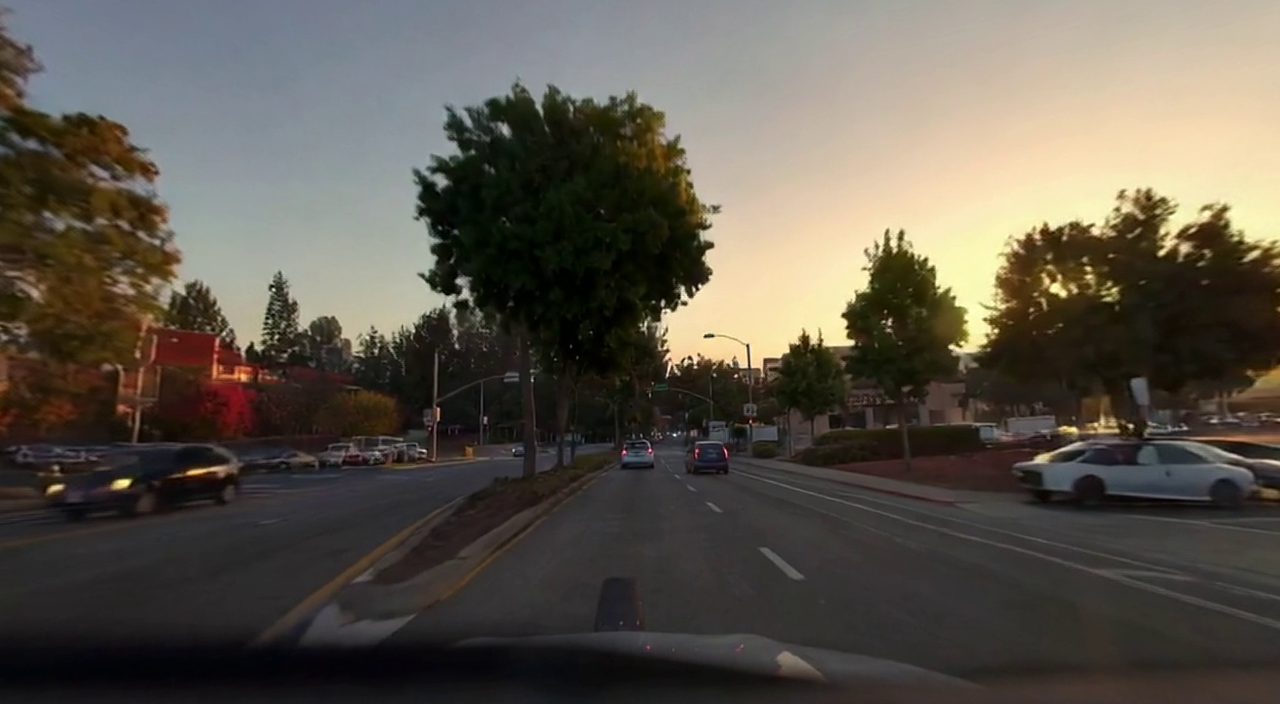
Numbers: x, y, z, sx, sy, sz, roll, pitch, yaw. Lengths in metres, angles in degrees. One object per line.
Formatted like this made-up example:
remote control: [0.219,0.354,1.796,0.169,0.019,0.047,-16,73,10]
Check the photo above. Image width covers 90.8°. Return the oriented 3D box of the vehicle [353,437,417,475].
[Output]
vehicle: [-13.419,5.399,33.036,2.000,1.798,5.055,6,-10,-33]

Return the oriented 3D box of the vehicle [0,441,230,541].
vehicle: [-9.976,2.351,11.456,2.033,1.439,4.567,0,-8,0]

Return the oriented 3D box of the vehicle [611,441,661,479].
vehicle: [-0.160,4.440,26.240,1.917,1.418,3.987,0,-8,0]

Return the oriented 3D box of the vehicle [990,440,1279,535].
vehicle: [9.193,2.331,11.252,4.662,1.495,1.998,-1,-8,4]

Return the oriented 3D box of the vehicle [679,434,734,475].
vehicle: [3.034,4.810,29.779,2.046,1.768,4.370,0,-8,-1]

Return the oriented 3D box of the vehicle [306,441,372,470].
vehicle: [-19.653,6.690,41.151,4.949,1.780,2.079,-8,-11,42]

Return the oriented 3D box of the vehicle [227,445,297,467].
vehicle: [-28.479,7.826,47.617,4.328,1.611,1.922,-2,-9,13]
